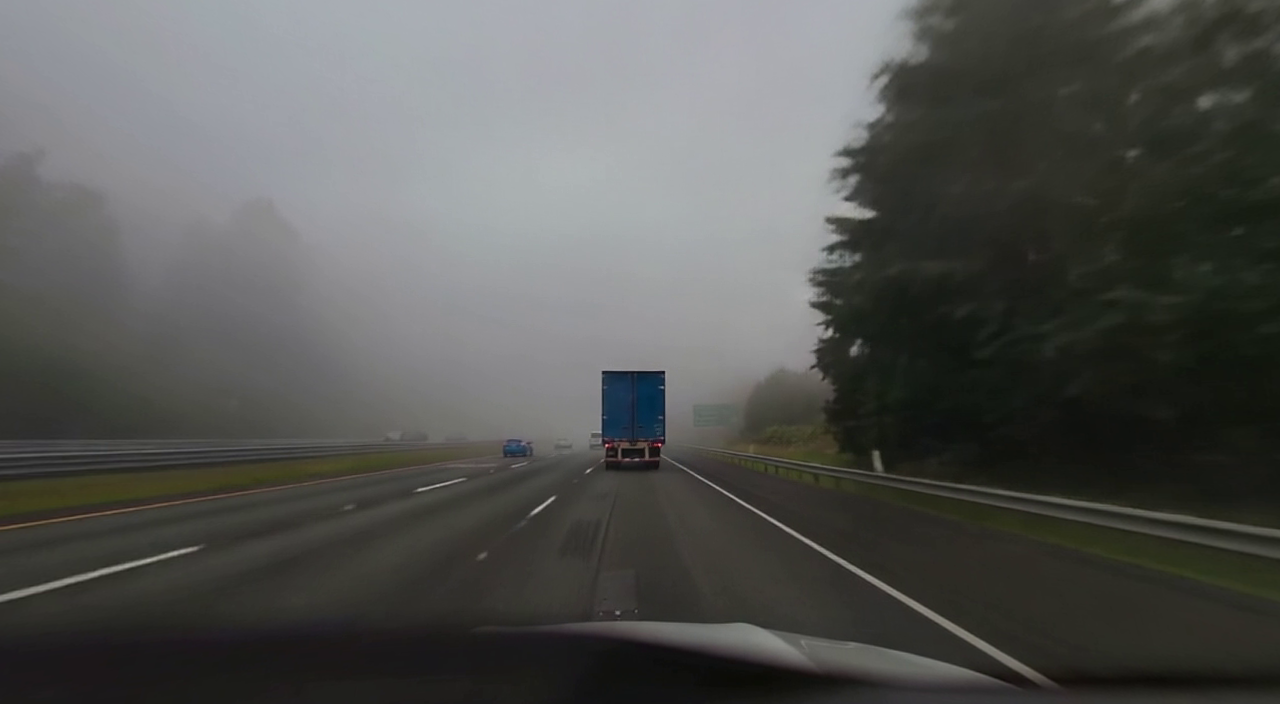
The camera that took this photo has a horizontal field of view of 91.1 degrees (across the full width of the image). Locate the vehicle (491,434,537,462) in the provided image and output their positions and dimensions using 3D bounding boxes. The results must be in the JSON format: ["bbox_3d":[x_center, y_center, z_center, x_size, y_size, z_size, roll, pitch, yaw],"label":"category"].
[{"bbox_3d":[-7.166,5.464,36.082,1.856,1.479,3.710,0,-8,0],"label":"vehicle"}]

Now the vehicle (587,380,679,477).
[{"bbox_3d":[-0.335,3.643,29.487,3.033,3.223,14.836,3,-8,0],"label":"vehicle"}]
